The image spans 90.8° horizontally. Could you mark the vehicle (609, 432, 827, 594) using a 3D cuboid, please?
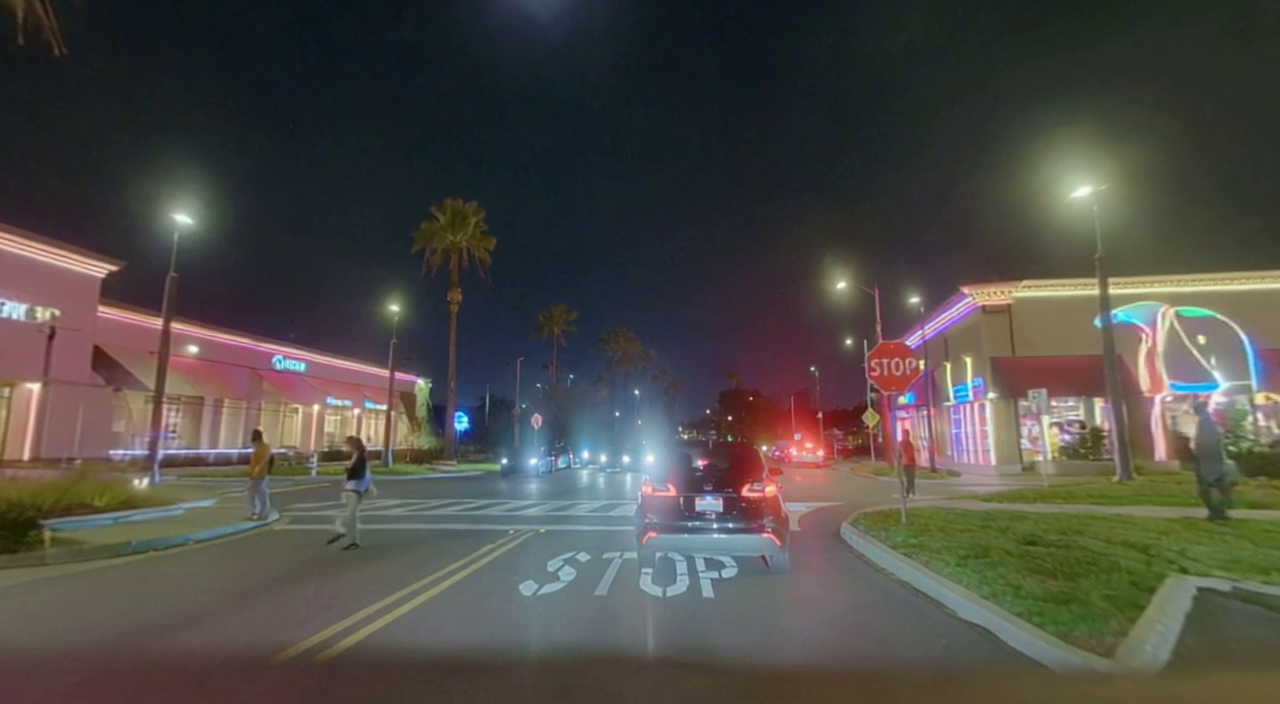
[{"bbox_3d":[0.899,1.813,7.984,2.031,1.479,3.969,-1,-9,5],"label":"vehicle"}]

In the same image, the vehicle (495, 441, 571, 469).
[{"bbox_3d":[-7.006,6.747,41.465,4.529,1.682,1.895,6,-11,-37],"label":"vehicle"}]
